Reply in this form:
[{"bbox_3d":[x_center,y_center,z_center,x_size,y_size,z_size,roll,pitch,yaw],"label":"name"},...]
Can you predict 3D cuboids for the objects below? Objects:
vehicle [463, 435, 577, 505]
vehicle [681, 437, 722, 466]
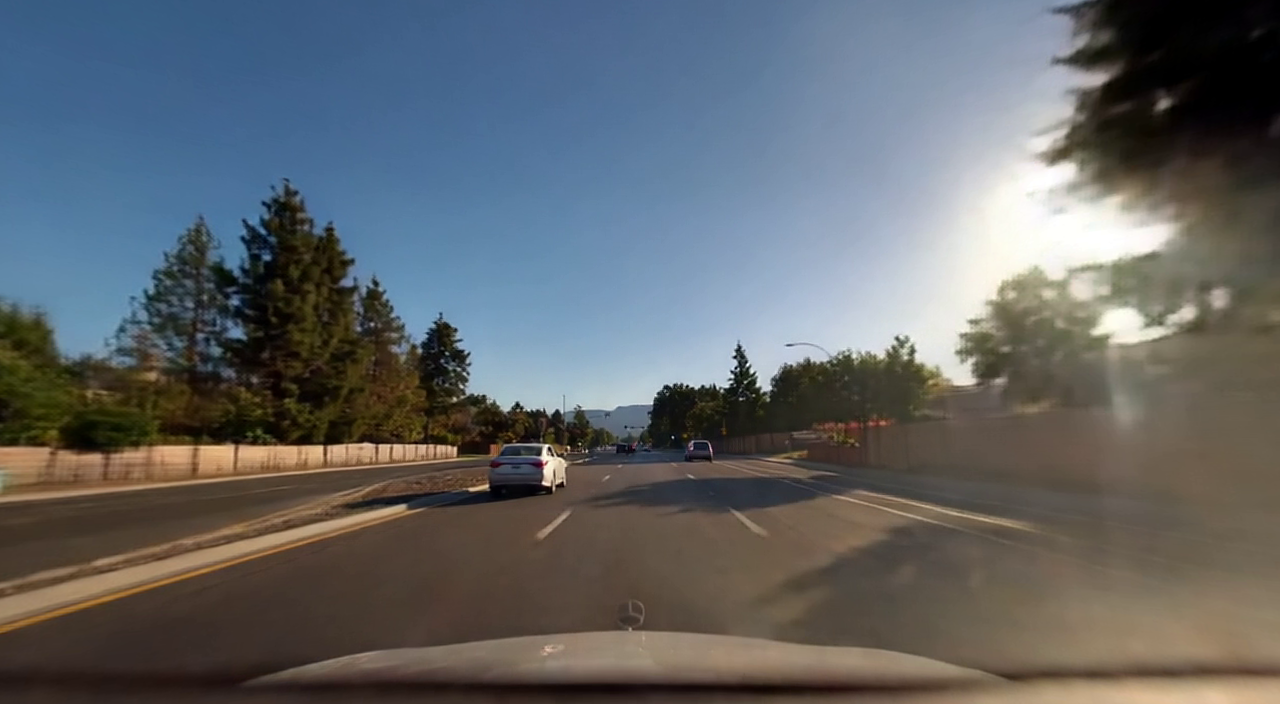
[{"bbox_3d":[-2.884,2.927,16.161,1.966,1.524,4.410,0,-8,1],"label":"vehicle"},{"bbox_3d":[3.945,6.458,41.174,2.114,1.780,4.445,0,-8,-1],"label":"vehicle"}]
